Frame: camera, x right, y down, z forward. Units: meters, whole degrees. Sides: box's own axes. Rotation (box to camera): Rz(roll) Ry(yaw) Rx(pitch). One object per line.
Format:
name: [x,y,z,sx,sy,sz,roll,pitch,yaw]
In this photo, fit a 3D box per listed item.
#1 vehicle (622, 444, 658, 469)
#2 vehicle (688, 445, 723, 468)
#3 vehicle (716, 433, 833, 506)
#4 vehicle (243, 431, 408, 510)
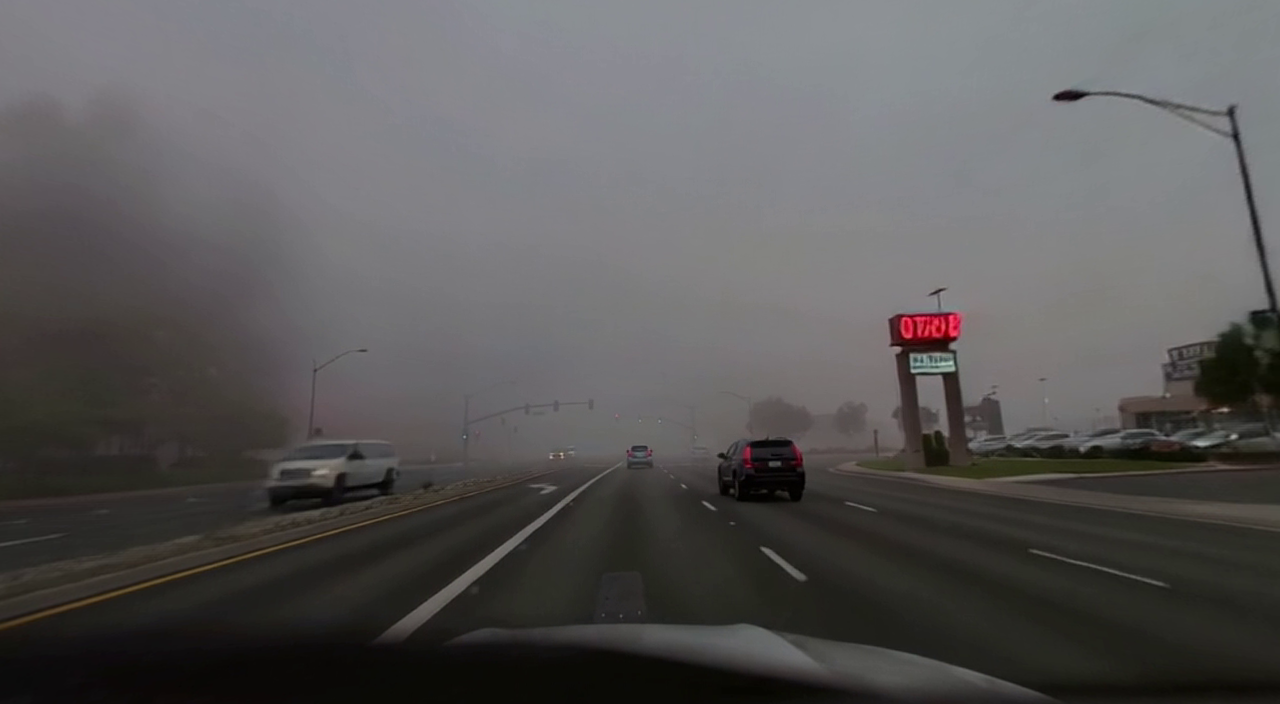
vehicle: [-0.014,6.618,40.192,2.135,1.468,4.076,0,-8,0]
vehicle: [4.335,6.976,42.474,1.889,1.473,4.303,0,-8,0]
vehicle: [3.348,3.010,16.684,2.022,1.643,4.326,0,-8,-1]
vehicle: [-8.467,3.202,17.637,2.142,1.872,4.689,0,-8,0]
